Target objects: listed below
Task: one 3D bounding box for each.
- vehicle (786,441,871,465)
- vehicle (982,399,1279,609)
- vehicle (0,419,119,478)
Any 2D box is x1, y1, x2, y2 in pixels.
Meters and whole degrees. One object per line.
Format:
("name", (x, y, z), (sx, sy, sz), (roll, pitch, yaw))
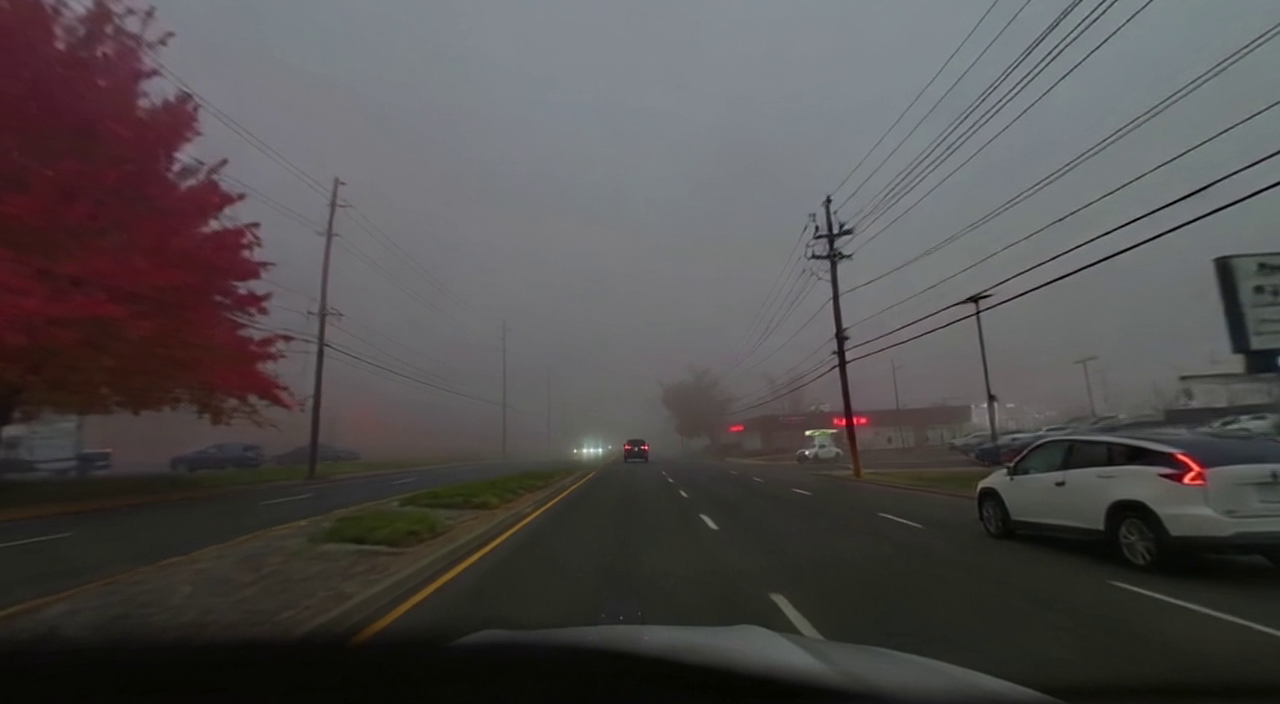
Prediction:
("vehicle", (14.518, 7.751, 48.783), (5.733, 1.610, 2.253), (0, -8, -11))
("vehicle", (6.217, 1.559, 7.275), (1.995, 1.705, 4.434), (0, -9, -1))
("vehicle", (-28.688, 4.578, 29.705), (5.851, 2.505, 2.504), (-1, -8, -9))
